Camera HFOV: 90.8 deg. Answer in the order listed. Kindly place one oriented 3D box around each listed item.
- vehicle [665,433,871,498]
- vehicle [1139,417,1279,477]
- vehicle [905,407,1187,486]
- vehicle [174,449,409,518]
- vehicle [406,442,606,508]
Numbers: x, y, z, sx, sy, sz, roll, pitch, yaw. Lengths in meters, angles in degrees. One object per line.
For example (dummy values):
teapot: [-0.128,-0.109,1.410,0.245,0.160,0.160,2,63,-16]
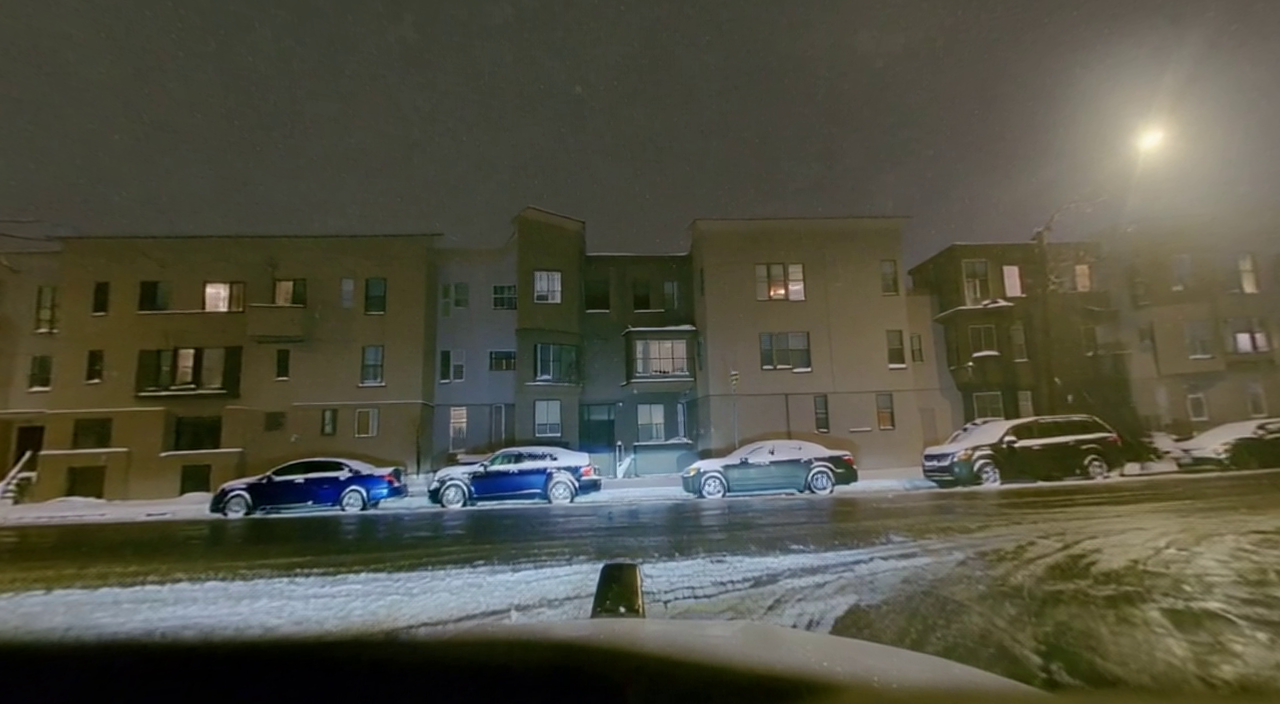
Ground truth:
vehicle: [3.066,2.793,15.763,4.681,1.480,1.817,0,-8,-4]
vehicle: [16.183,2.504,16.753,4.426,1.476,1.864,1,-8,-5]
vehicle: [10.265,2.418,16.337,5.739,1.852,2.330,0,-8,-4]
vehicle: [-8.025,3.053,14.947,4.423,1.449,1.813,1,-8,-6]
vehicle: [-3.108,2.945,15.401,4.489,1.470,1.776,1,-8,-5]
